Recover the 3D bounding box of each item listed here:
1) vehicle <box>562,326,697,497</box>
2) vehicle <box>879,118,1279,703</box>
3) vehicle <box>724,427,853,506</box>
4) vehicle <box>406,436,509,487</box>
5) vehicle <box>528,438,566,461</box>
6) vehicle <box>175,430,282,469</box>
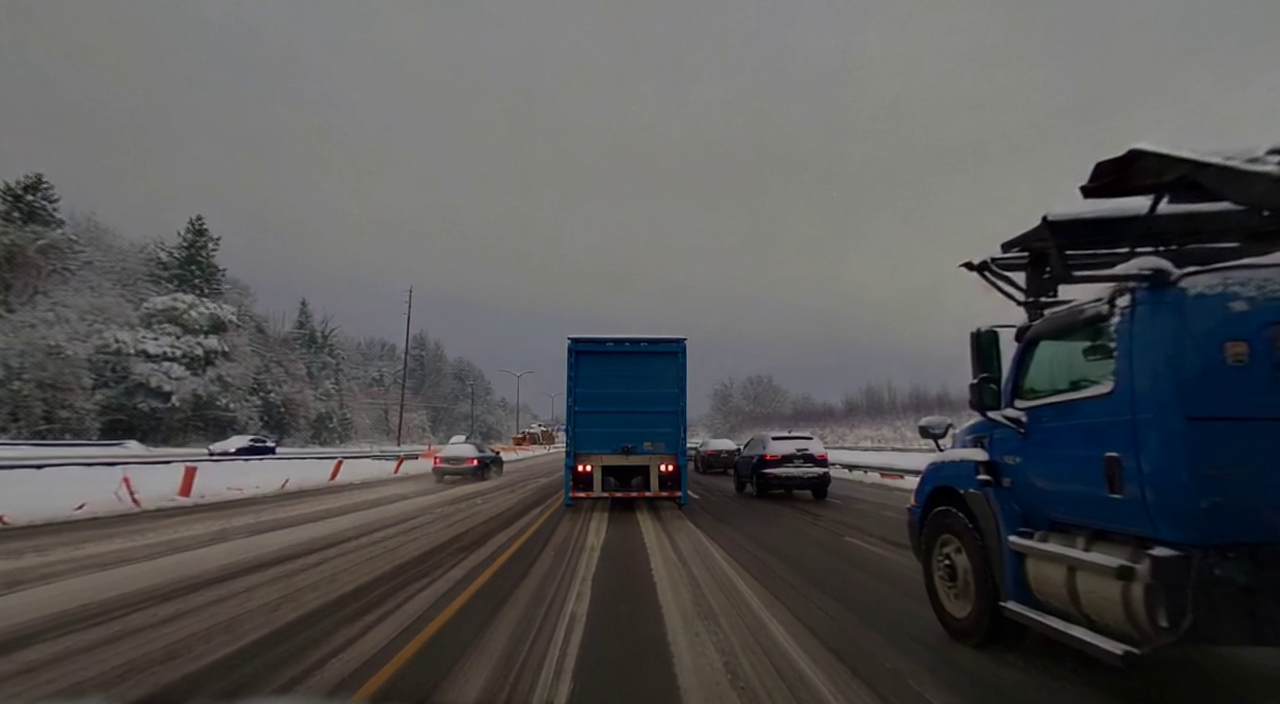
[{"bbox_3d":[-0.423,2.105,19.632,3.067,3.940,10.154,1,-9,-2],"label":"vehicle"},{"bbox_3d":[3.820,0.246,0.616,2.943,2.634,10.135,1,-9,-2],"label":"vehicle"},{"bbox_3d":[3.554,2.851,16.020,2.103,1.713,4.173,1,-9,-2],"label":"vehicle"},{"bbox_3d":[-5.907,3.591,21.011,2.014,1.477,4.595,0,-9,1],"label":"vehicle"},{"bbox_3d":[-6.434,6.806,44.022,1.994,1.481,4.660,0,-9,0],"label":"vehicle"},{"bbox_3d":[-21.908,5.167,33.540,4.632,1.852,2.033,0,-8,15],"label":"vehicle"}]
